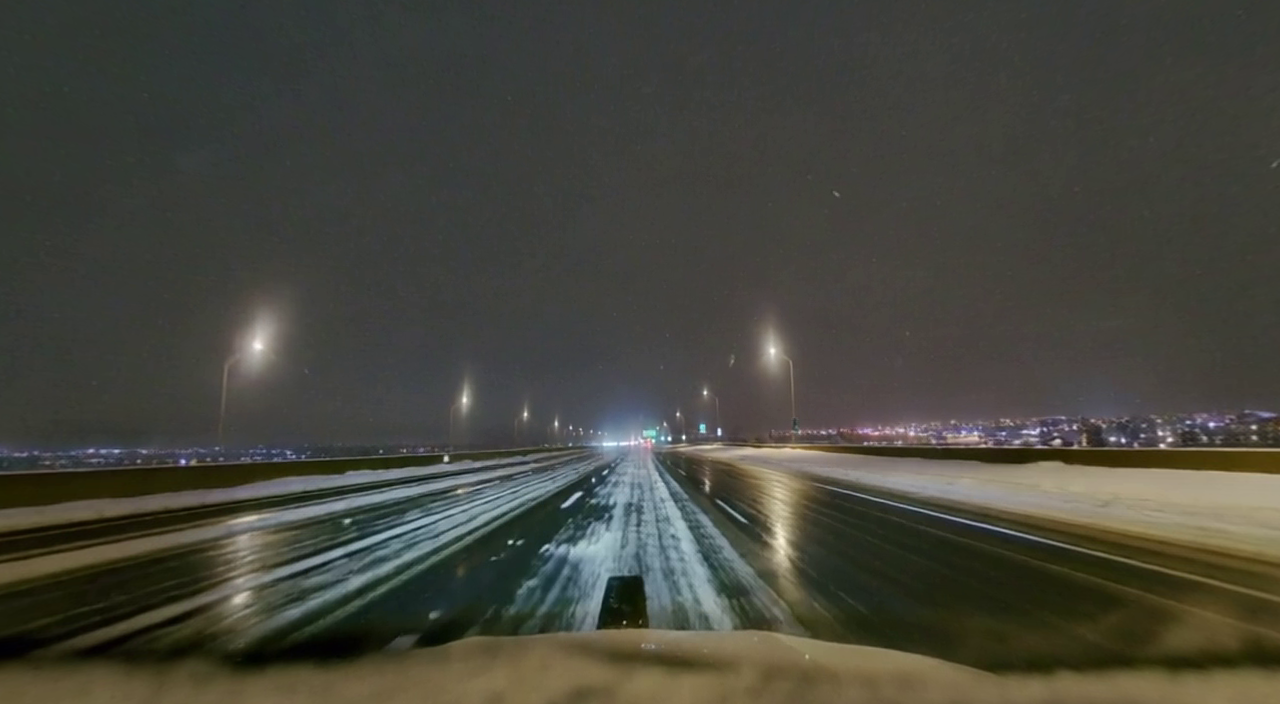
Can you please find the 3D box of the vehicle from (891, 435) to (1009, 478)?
[{"bbox_3d":[12.045,4.100,25.018,1.977,1.528,5.111,0,-8,-1],"label":"vehicle"}]
